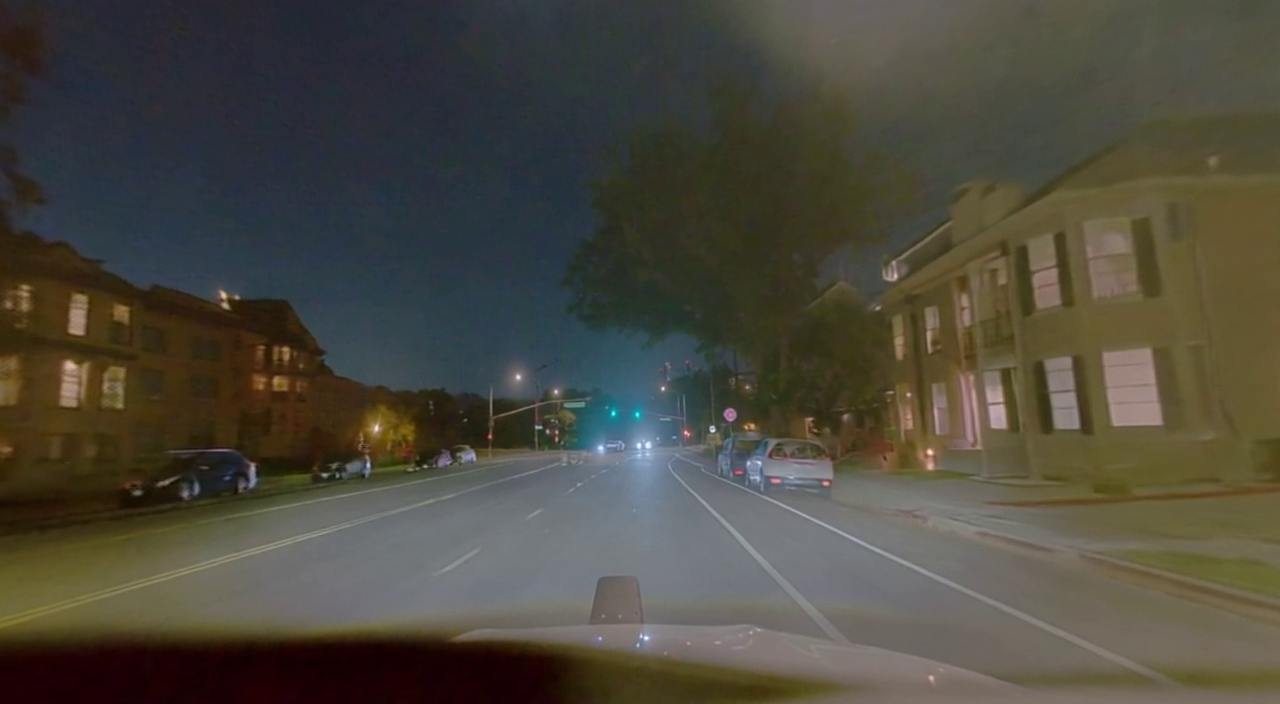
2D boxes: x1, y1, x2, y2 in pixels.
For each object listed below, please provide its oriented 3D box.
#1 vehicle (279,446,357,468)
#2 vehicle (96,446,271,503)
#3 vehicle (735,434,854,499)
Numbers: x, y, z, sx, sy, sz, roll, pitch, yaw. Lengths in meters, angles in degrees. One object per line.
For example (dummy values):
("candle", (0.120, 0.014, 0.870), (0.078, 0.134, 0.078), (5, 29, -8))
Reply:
("vehicle", (-22.266, 7.255, 43.783), (4.397, 1.423, 1.789), (-1, -8, 2))
("vehicle", (-14.141, 3.782, 20.053), (1.923, 1.535, 4.862), (0, -8, 0))
("vehicle", (3.913, 2.983, 16.922), (1.956, 1.468, 4.524), (0, -8, -1))
